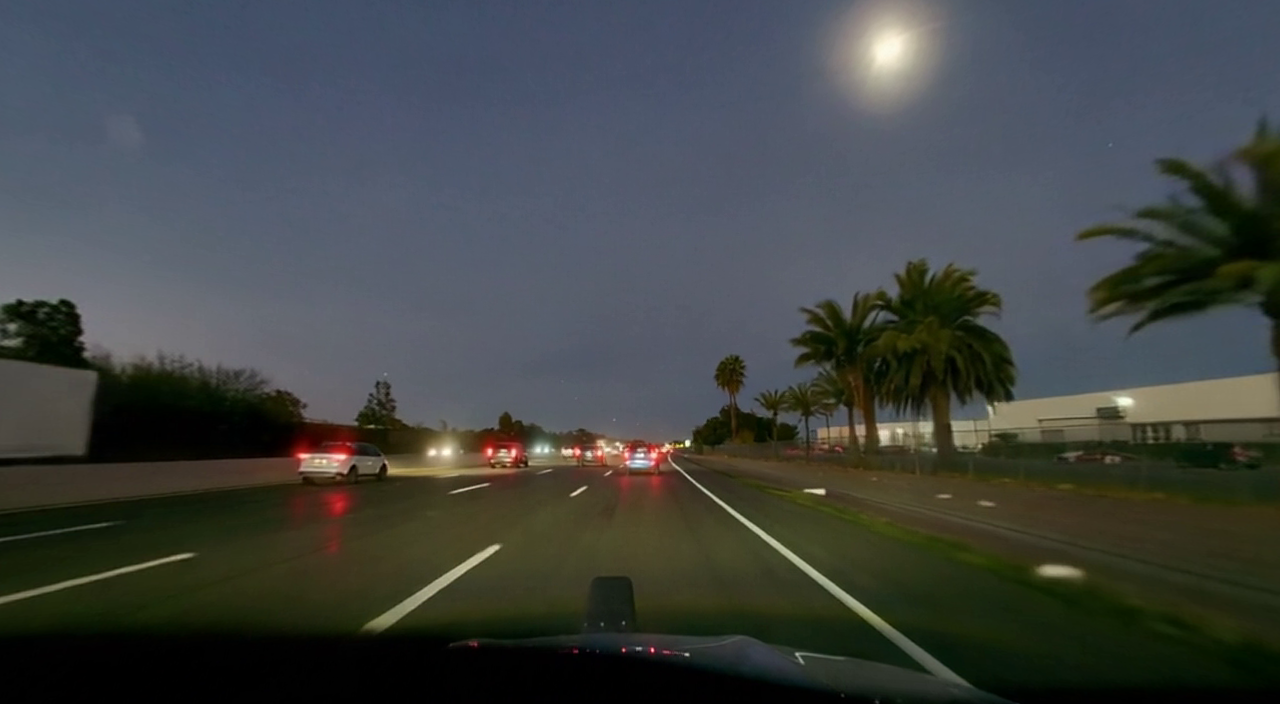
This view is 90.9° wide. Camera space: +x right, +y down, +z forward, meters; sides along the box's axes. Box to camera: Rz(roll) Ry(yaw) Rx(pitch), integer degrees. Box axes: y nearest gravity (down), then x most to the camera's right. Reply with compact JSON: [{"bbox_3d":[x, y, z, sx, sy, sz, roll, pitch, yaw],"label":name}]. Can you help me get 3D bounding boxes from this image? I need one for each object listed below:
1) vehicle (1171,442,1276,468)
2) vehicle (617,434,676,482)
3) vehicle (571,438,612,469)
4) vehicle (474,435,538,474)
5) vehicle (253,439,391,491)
[{"bbox_3d":[35.091,6.194,38.153,1.855,1.490,4.704,0,-8,0],"label":"vehicle"},{"bbox_3d":[0.250,4.091,24.588,2.136,1.678,4.052,0,-8,1],"label":"vehicle"},{"bbox_3d":[-3.018,6.426,40.253,2.108,1.832,4.549,0,-8,2],"label":"vehicle"},{"bbox_3d":[-6.647,5.145,31.858,2.105,1.790,4.689,0,-8,2],"label":"vehicle"},{"bbox_3d":[-10.418,3.719,21.217,1.910,1.501,5.004,0,-8,2],"label":"vehicle"}]
